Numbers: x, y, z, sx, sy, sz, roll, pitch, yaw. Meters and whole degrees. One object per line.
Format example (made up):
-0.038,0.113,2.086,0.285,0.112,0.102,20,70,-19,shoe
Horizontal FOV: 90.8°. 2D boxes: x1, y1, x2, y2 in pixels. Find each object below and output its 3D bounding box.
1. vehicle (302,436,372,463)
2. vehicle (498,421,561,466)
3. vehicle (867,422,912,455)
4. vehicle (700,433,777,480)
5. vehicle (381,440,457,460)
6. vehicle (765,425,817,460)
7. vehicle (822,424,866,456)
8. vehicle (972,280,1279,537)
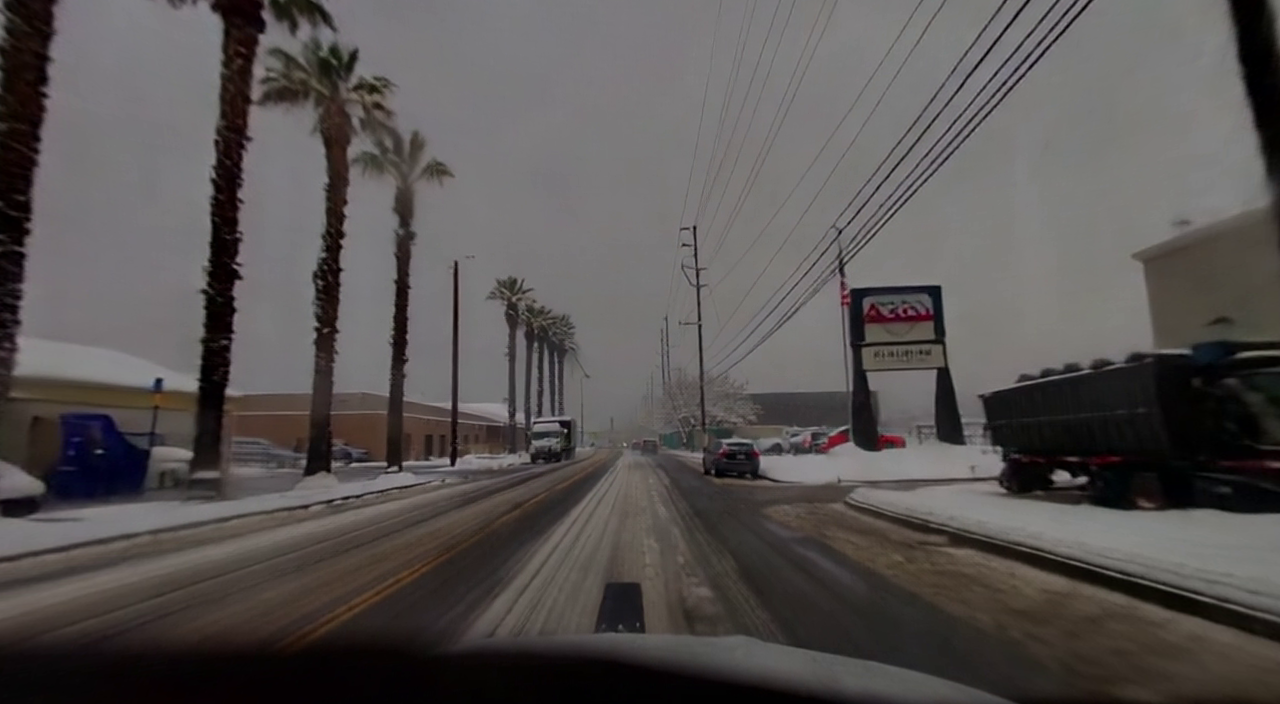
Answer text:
-20.412,6.592,42.908,2.152,1.746,5.461,0,-8,-1,vehicle
-7.559,6.383,44.137,2.845,2.738,7.208,-3,-8,1,vehicle
15.286,5.351,38.803,2.311,1.876,4.987,-3,-9,20,vehicle
3.639,3.967,24.238,2.111,1.611,4.576,0,-8,-1,vehicle
-16.576,7.349,47.533,4.890,1.483,2.055,0,-8,3,vehicle
9.374,5.550,38.805,2.325,1.877,5.987,-6,-9,19,vehicle
12.690,5.479,39.157,2.159,1.840,4.404,-4,-9,23,vehicle
8.873,1.000,9.692,2.958,2.947,8.284,0,-8,-1,vehicle
